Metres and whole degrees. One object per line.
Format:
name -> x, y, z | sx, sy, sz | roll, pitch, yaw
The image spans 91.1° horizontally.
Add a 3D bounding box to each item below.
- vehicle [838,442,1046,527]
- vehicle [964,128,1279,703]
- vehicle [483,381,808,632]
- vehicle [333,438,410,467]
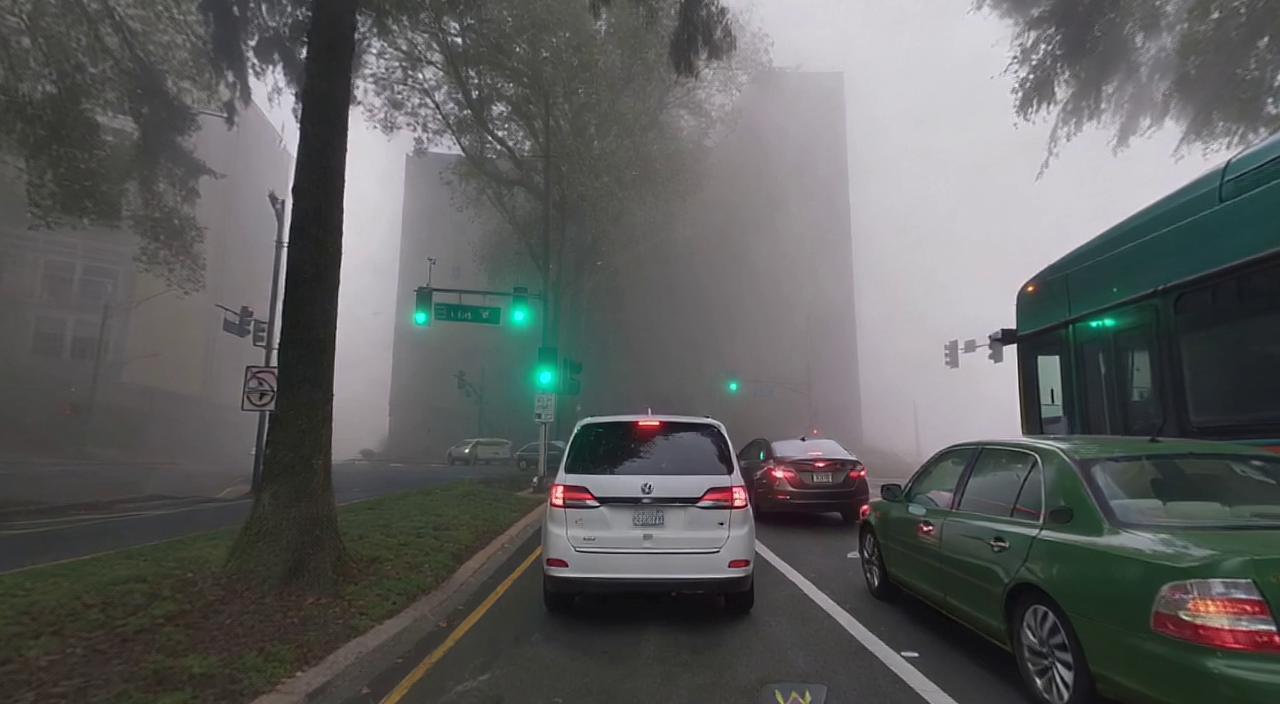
vehicle -> 5.977, 2.638, 13.233 | 1.987, 1.457, 4.675 | 0, -8, -1
vehicle -> 2.615, 0.318, 0.433 | 2.037, 2.065, 5.037 | 0, -8, 0
vehicle -> 0.012, 1.475, 7.013 | 2.381, 1.842, 4.603 | 0, -8, -1
vehicle -> -16.927, 6.350, 39.751 | 4.097, 1.720, 1.924 | 2, -9, -13
